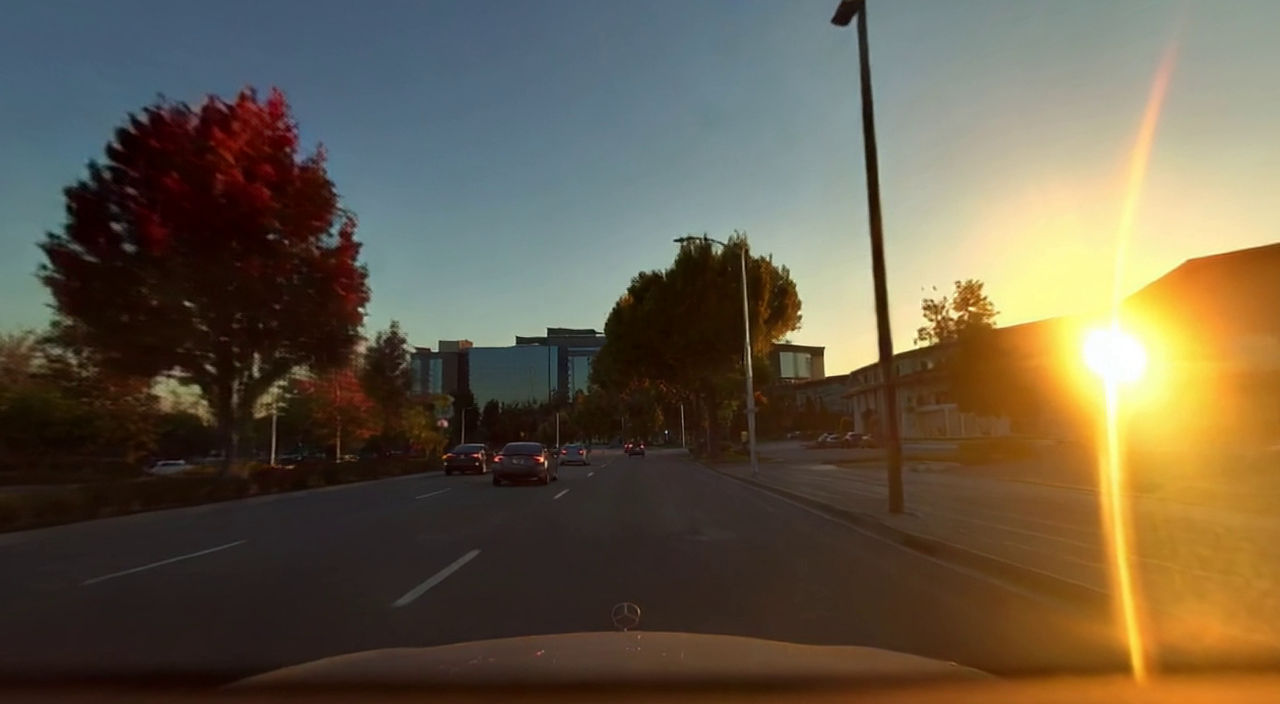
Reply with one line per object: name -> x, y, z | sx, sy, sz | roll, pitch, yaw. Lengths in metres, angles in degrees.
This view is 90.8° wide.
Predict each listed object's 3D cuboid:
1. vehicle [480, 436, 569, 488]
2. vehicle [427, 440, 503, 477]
vehicle -> -3.595, 3.534, 20.580 | 2.011, 1.483, 4.596 | 0, -8, 1
vehicle -> -7.674, 4.719, 28.183 | 1.976, 1.497, 4.709 | 0, -8, 1
